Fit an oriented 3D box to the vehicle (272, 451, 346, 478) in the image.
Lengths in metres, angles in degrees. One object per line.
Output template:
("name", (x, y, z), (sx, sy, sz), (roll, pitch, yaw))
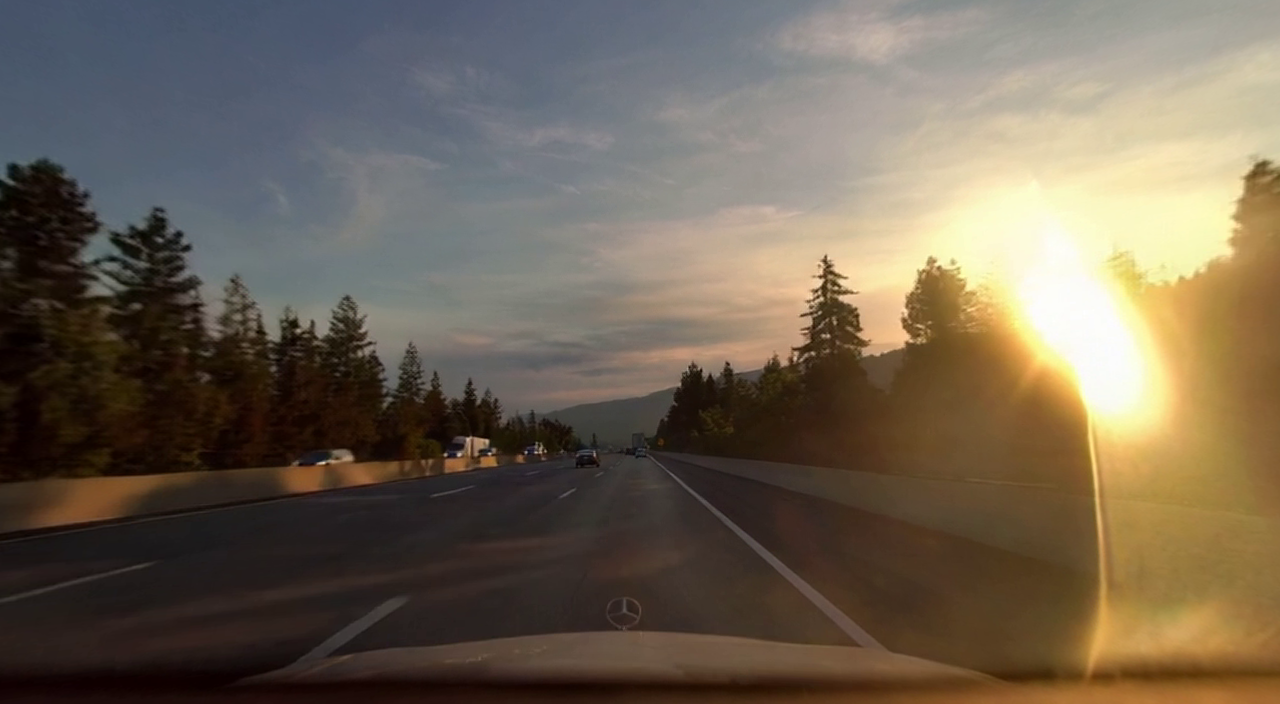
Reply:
("vehicle", (-19.160, 6.521, 36.745), (1.876, 1.475, 4.484), (0, -9, 0))
